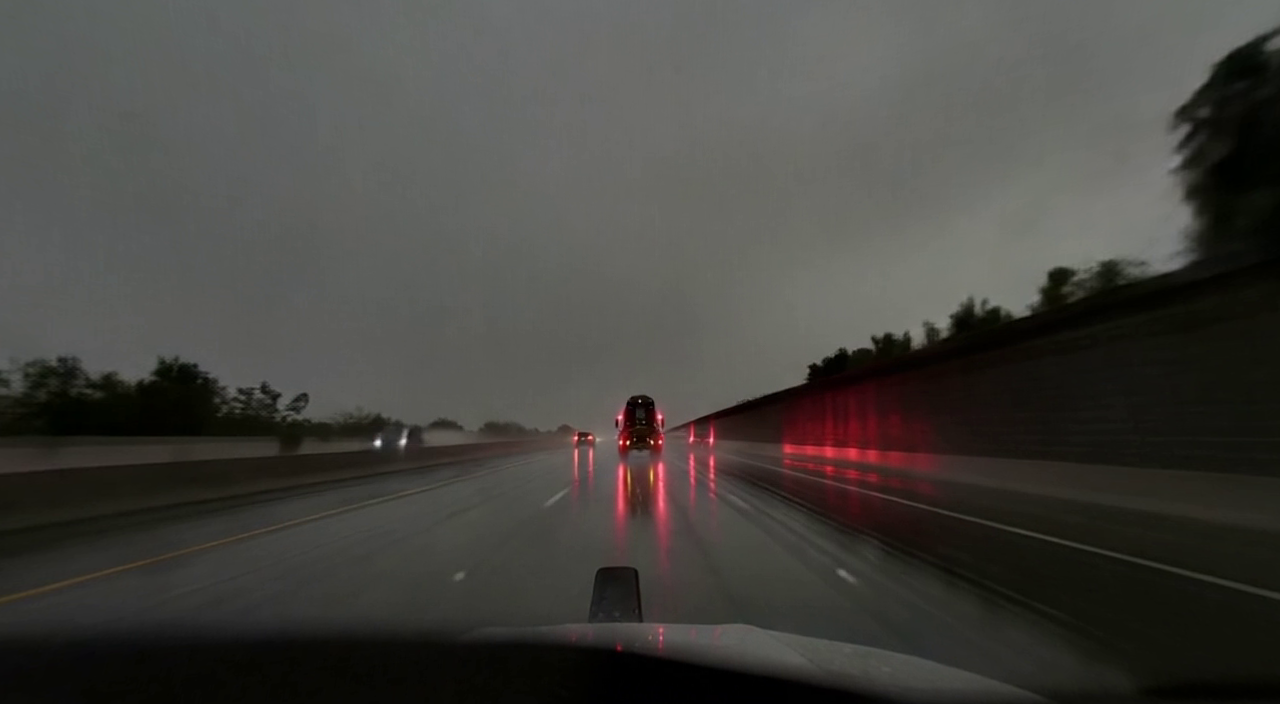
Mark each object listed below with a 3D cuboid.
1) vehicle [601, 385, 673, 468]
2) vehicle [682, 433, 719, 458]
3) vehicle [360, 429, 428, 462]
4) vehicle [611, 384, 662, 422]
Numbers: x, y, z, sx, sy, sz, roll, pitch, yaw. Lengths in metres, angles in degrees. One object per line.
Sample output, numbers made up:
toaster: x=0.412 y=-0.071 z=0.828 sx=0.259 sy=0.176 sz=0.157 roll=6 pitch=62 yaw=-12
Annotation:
vehicle: x=-0.296 y=3.944 z=32.644 sx=2.953 sy=3.406 sz=13.372 roll=0 pitch=-7 yaw=-2
vehicle: x=3.821 y=5.934 z=40.252 sx=1.910 sy=1.492 sz=4.324 roll=0 pitch=-8 yaw=-1
vehicle: x=-14.645 y=5.578 z=37.751 sx=2.096 sy=1.872 sz=5.011 roll=0 pitch=-8 yaw=-1
vehicle: x=-0.184 y=2.343 z=28.039 sx=2.112 sy=1.472 sz=4.240 roll=0 pitch=-8 yaw=-1
